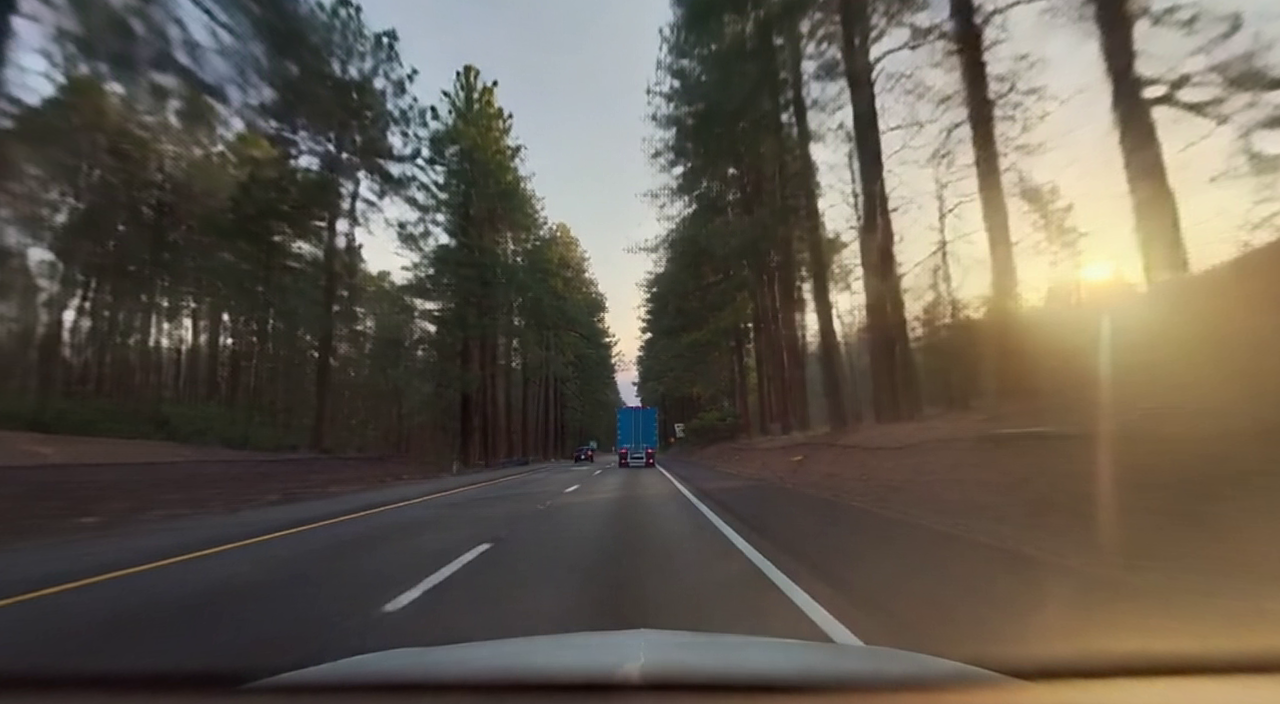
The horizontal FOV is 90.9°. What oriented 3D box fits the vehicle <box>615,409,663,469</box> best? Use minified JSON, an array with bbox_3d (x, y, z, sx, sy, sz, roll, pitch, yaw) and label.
[{"bbox_3d":[-0.092,6.909,49.892,3.320,4.173,11.889,0,-8,0],"label":"vehicle"}]
